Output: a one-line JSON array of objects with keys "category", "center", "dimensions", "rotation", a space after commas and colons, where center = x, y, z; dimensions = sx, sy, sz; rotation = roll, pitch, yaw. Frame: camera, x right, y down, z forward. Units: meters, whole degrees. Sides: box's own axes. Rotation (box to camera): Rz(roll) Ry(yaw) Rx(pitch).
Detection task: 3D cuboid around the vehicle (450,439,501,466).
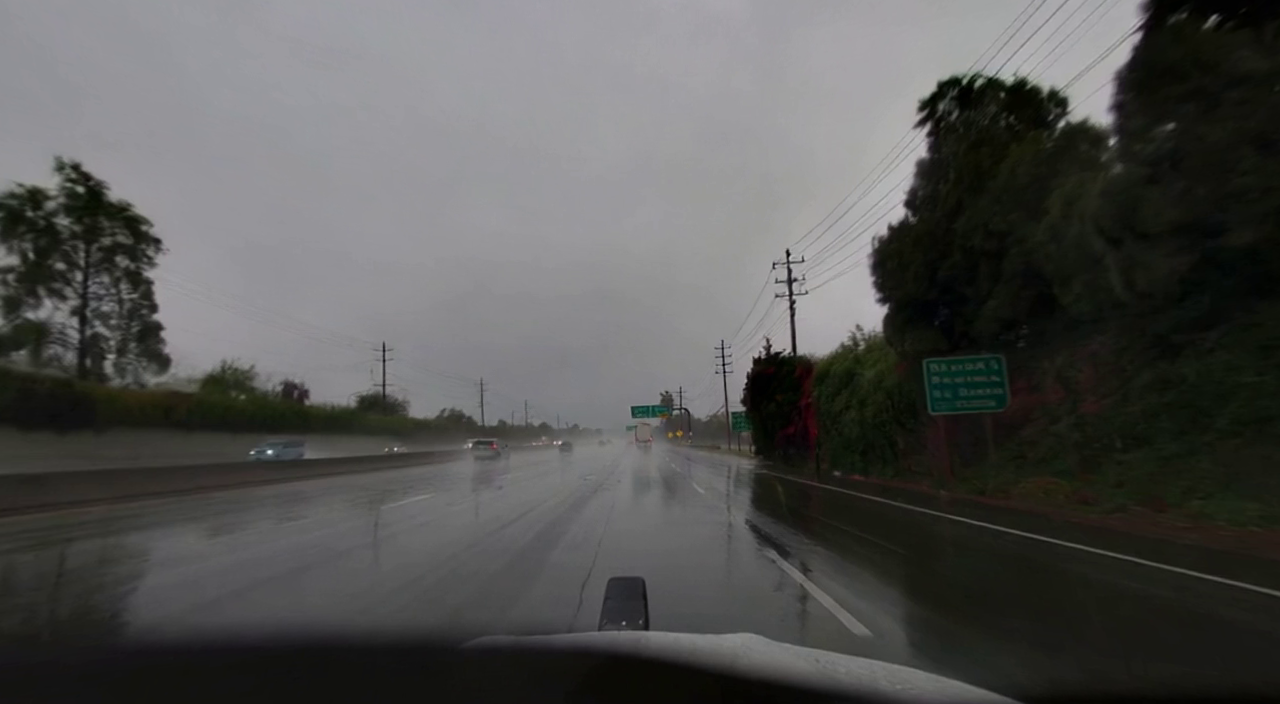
[{"category": "vehicle", "center": [-10.121, 6.223, 39.216], "dimensions": [1.947, 1.528, 4.355], "rotation": [0, -8, 1]}]
